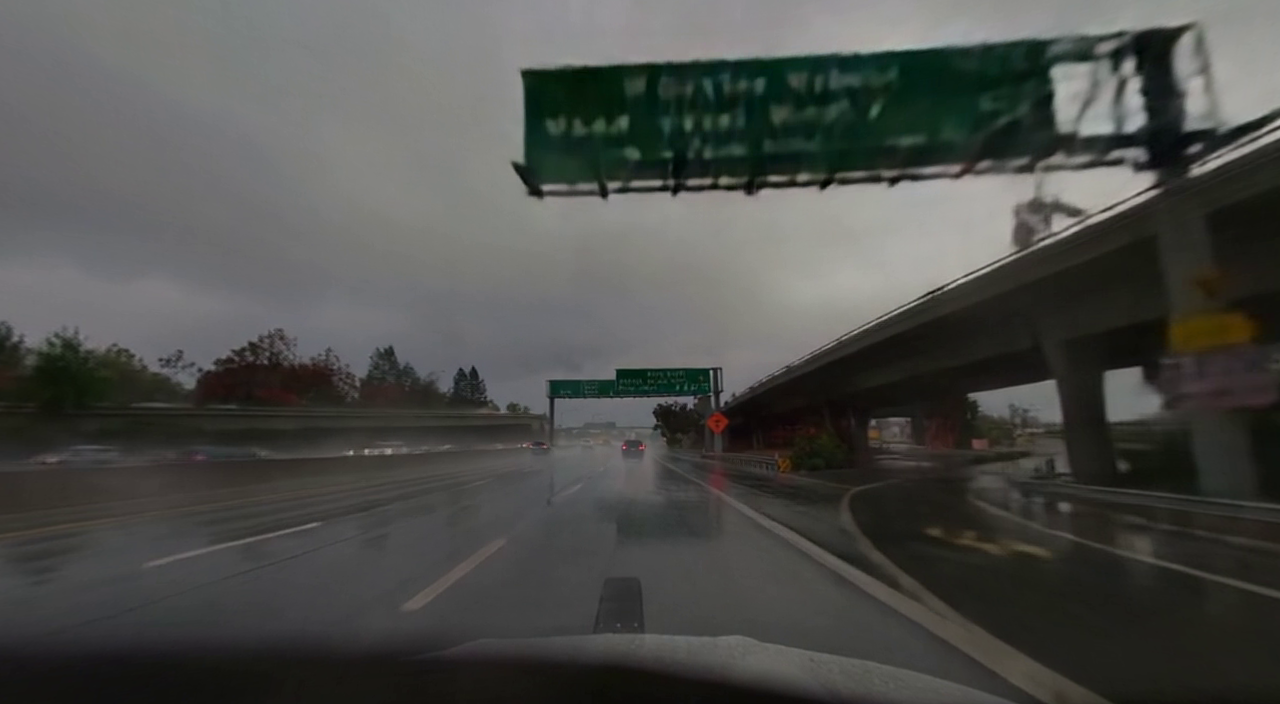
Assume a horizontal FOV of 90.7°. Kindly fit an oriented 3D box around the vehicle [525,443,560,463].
[{"bbox_3d":[-7.441,7.755,48.793,1.994,1.487,4.605,0,-8,0],"label":"vehicle"}]

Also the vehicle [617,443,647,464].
[{"bbox_3d":[-0.614,7.416,46.503,2.086,1.472,4.168,0,-8,-2],"label":"vehicle"}]

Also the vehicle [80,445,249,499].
[{"bbox_3d":[-14.768,3.711,20.061,1.969,1.486,4.395,0,-8,-1],"label":"vehicle"}]
